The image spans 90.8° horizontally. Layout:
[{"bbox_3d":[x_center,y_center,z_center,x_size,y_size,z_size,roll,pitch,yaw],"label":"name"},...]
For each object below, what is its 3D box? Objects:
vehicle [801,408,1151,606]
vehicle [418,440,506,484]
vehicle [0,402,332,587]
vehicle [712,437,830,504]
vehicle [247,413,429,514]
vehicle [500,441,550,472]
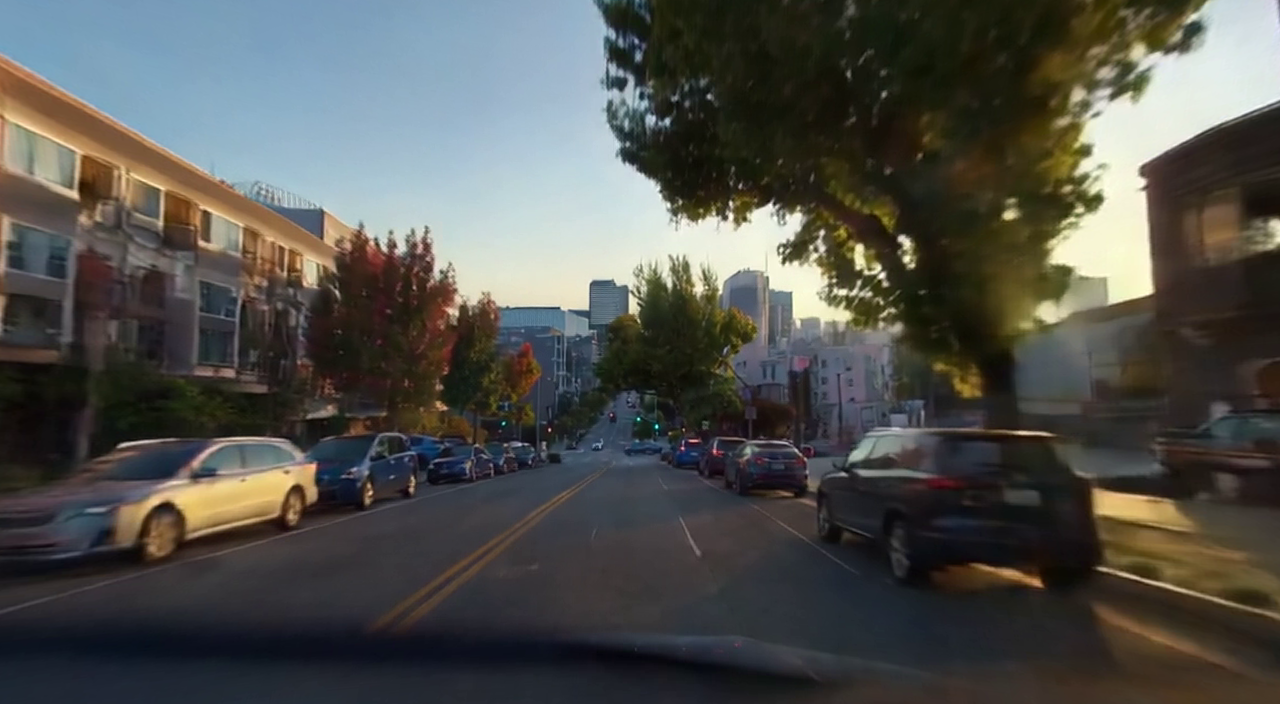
[{"bbox_3d":[3.379,1.612,7.446,1.828,1.664,4.035,0,-8,-1],"label":"vehicle"},{"bbox_3d":[-6.619,4.140,24.125,1.913,1.479,4.714,0,-8,1],"label":"vehicle"},{"bbox_3d":[-6.625,1.782,8.804,2.224,1.849,4.772,0,-8,0],"label":"vehicle"},{"bbox_3d":[3.175,2.972,16.435,1.908,1.461,4.873,0,-8,-1],"label":"vehicle"},{"bbox_3d":[-6.695,2.522,14.764,2.008,1.969,4.740,0,-8,-2],"label":"vehicle"},{"bbox_3d":[-6.567,6.104,36.559,2.033,1.523,4.867,-3,-12,0],"label":"vehicle"}]
